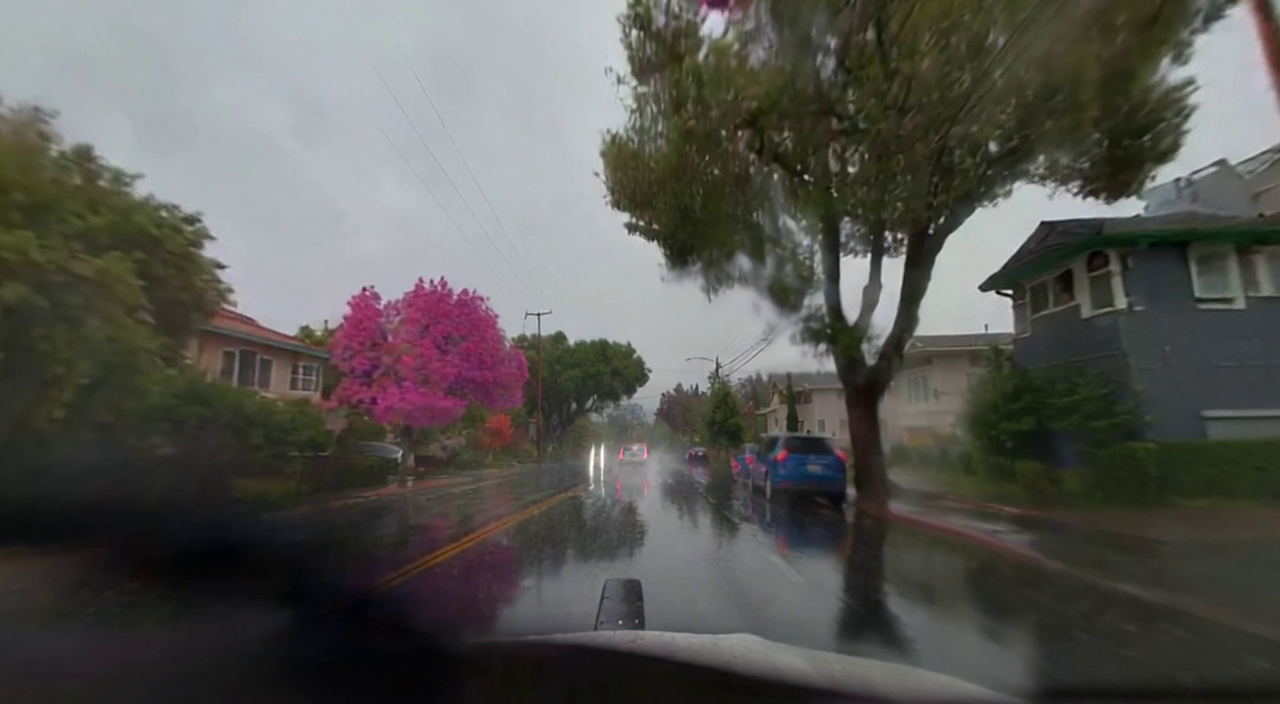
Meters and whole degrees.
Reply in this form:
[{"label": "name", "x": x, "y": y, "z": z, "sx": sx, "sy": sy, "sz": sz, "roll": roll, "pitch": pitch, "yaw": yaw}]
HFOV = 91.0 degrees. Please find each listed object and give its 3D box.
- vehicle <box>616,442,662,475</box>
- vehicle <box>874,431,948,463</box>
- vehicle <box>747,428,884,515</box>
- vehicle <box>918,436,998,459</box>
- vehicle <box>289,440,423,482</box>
[{"label": "vehicle", "x": -0.004, "y": 5.126, "z": 30.618, "sx": 2.104, "sy": 1.500, "sz": 3.815, "roll": 0, "pitch": -8, "yaw": 1}, {"label": "vehicle", "x": 15.088, "y": 5.328, "z": 35.314, "sx": 1.919, "sy": 1.677, "sz": 4.590, "roll": 0, "pitch": -8, "yaw": -3}, {"label": "vehicle", "x": 4.164, "y": 2.903, "z": 15.973, "sx": 2.100, "sy": 1.830, "sz": 5.040, "roll": 0, "pitch": -8, "yaw": 1}, {"label": "vehicle", "x": 21.383, "y": 6.470, "z": 42.444, "sx": 4.311, "sy": 1.466, "sz": 2.006, "roll": -1, "pitch": -10, "yaw": 5}, {"label": "vehicle", "x": -15.372, "y": 5.945, "z": 34.376, "sx": 6.278, "sy": 1.911, "sz": 2.173, "roll": -3, "pitch": -10, "yaw": 0}]
